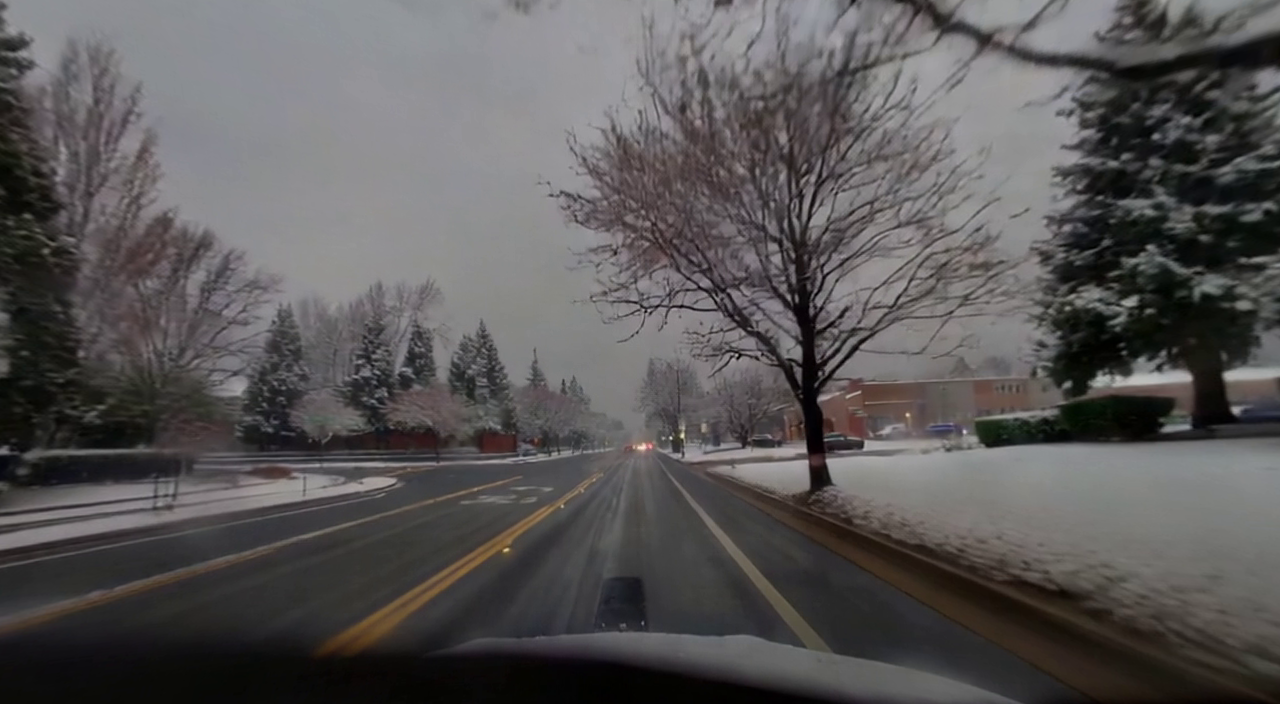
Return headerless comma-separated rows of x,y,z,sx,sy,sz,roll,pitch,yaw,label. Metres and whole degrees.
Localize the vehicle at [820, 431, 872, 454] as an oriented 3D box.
13.752,6.102,42.380,1.927,1.464,4.644,0,-8,0,vehicle
